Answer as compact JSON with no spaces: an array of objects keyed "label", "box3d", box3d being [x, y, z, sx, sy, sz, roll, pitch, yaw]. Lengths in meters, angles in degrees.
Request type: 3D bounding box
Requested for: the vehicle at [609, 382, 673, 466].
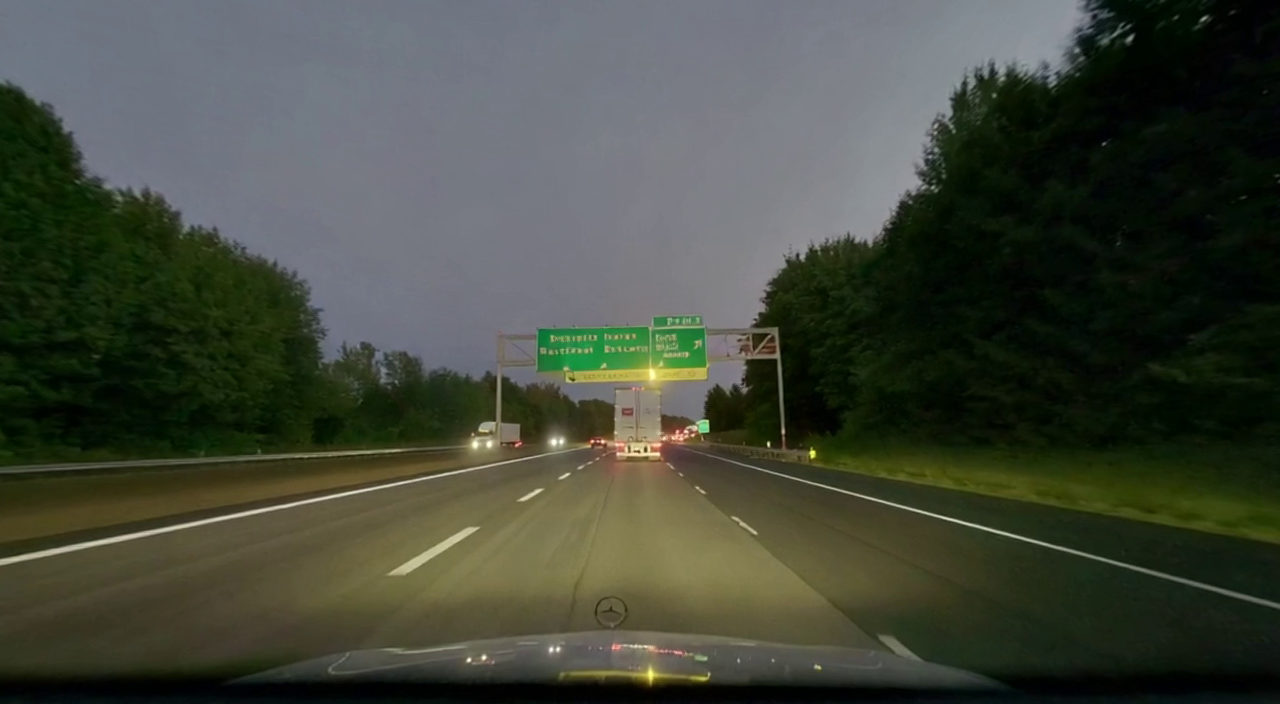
[{"label":"vehicle","box3d":[-0.025,3.808,32.466,2.855,3.741,8.587,0,-8,-1]}]
